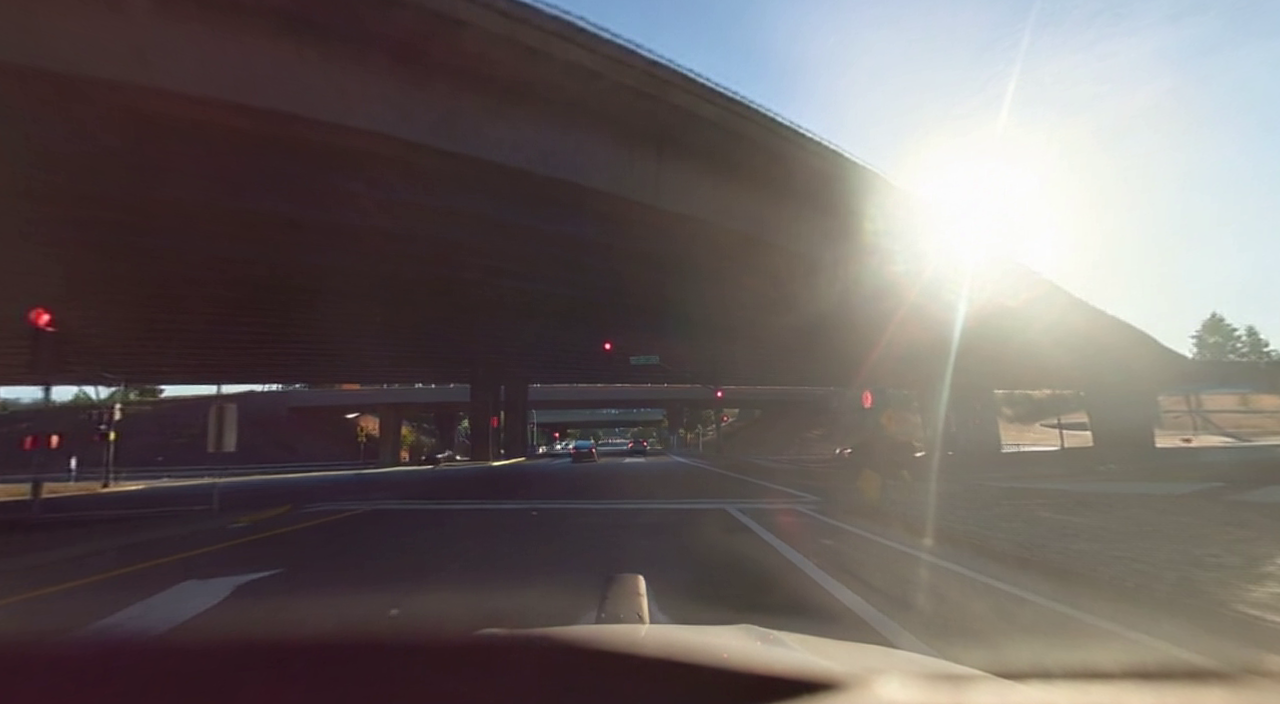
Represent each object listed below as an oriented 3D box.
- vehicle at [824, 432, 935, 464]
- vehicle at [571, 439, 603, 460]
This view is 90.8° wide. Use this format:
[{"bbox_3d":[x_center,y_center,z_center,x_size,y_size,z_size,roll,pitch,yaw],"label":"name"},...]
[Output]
[{"bbox_3d":[11.651,4.692,30.841,4.691,1.466,1.800,1,-9,-7],"label":"vehicle"},{"bbox_3d":[-3.996,7.438,48.223,2.082,1.472,4.310,0,-9,0],"label":"vehicle"}]
